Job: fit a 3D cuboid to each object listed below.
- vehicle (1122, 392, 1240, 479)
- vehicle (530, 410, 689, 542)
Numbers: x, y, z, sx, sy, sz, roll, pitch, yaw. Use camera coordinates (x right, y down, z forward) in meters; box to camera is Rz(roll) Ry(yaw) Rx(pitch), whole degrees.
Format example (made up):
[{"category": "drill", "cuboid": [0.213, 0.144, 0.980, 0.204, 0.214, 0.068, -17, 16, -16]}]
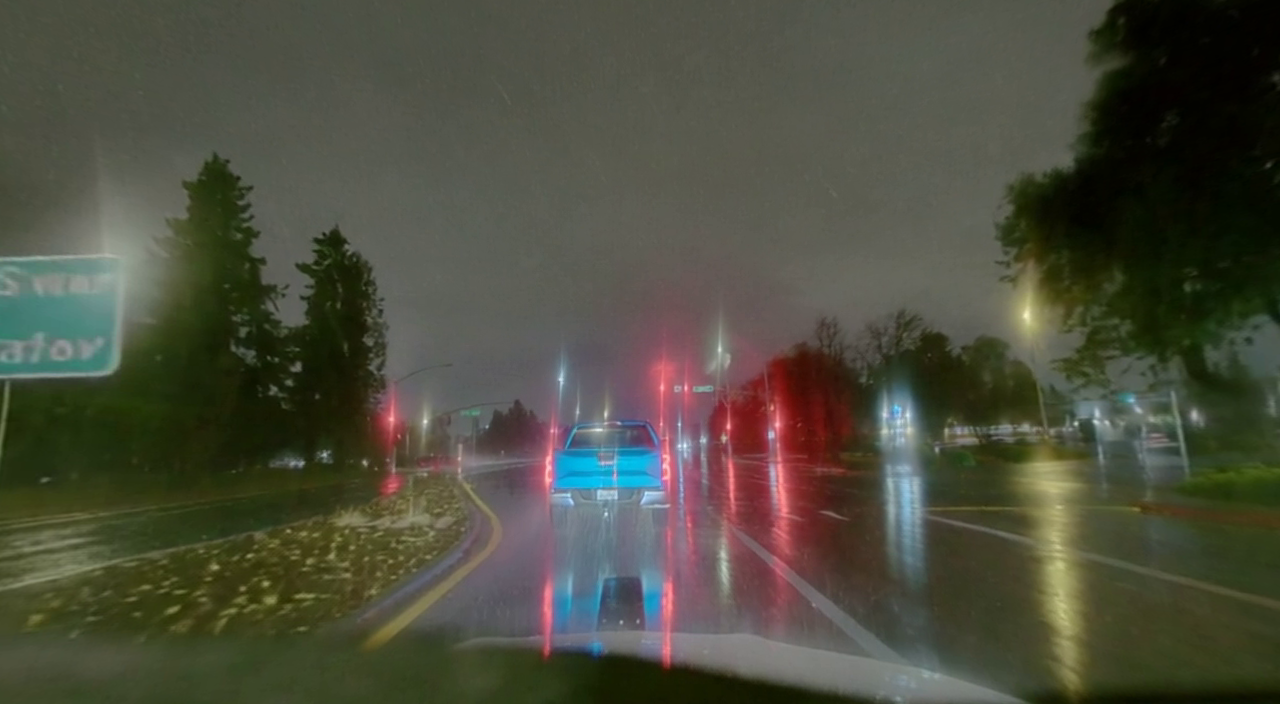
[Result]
[{"category": "vehicle", "cuboid": [16.541, 2.569, 19.389, 1.862, 2.438, 1.649, -1, -10, -14]}, {"category": "vehicle", "cuboid": [-0.468, 2.033, 11.019, 2.145, 1.762, 4.731, 0, -8, -1]}]
